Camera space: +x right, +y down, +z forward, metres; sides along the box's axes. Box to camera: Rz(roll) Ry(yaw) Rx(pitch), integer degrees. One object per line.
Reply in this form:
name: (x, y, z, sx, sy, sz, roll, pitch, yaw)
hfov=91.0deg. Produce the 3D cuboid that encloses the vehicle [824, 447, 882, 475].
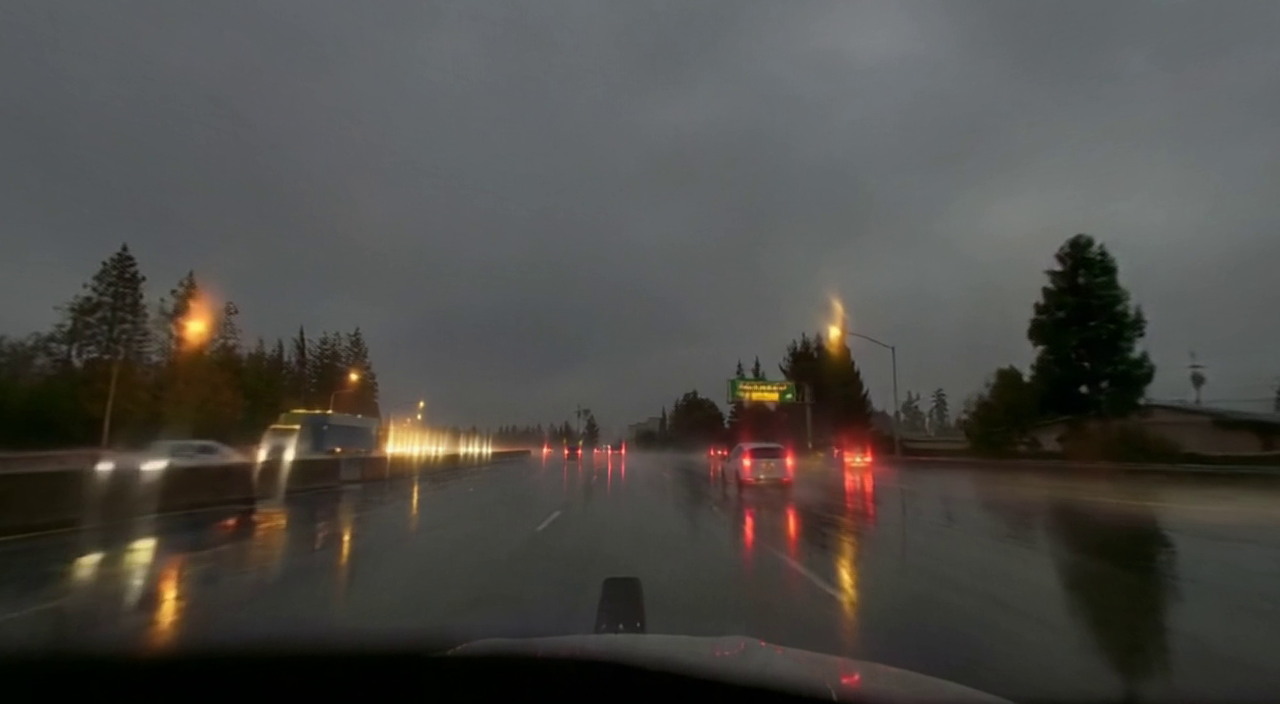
vehicle: (12.434, 6.366, 36.997, 1.878, 1.486, 4.636, 0, -9, 1)

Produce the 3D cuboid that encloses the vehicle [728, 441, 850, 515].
vehicle: (3.461, 2.993, 15.439, 1.975, 1.562, 3.823, 0, -9, -1)

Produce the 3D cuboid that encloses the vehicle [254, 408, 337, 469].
vehicle: (-24.979, 6.427, 46.058, 2.931, 4.092, 6.128, 1, -10, -6)

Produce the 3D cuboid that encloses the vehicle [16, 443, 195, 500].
vehicle: (-16.432, 3.667, 19.719, 1.861, 1.545, 4.299, 0, -9, -1)
